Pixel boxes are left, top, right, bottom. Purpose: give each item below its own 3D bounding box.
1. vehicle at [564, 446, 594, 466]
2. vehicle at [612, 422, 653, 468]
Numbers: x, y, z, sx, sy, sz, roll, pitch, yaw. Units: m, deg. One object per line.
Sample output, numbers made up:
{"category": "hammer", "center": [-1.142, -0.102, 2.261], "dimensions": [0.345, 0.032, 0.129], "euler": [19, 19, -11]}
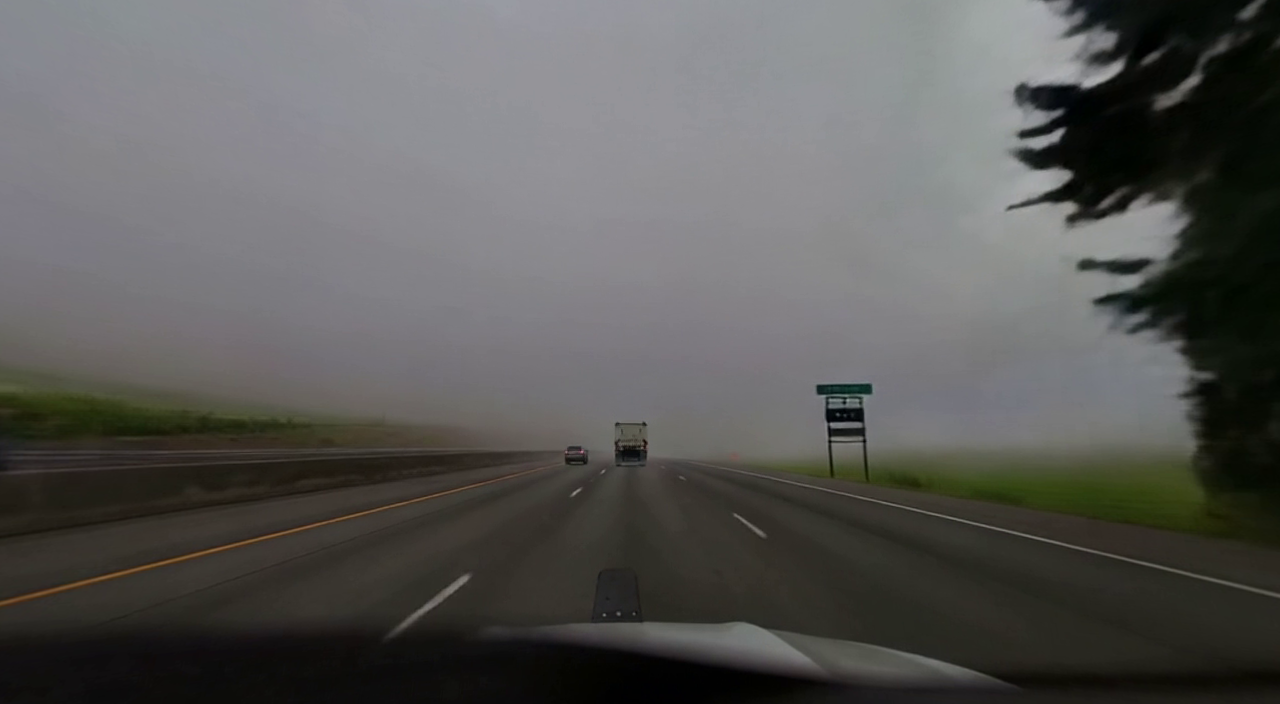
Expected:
{"category": "vehicle", "center": [-4.649, 7.965, 48.557], "dimensions": [1.991, 1.484, 4.110], "euler": [0, -9, -1]}
{"category": "vehicle", "center": [-0.610, 6.701, 45.479], "dimensions": [2.672, 3.056, 6.900], "euler": [0, -9, -2]}
